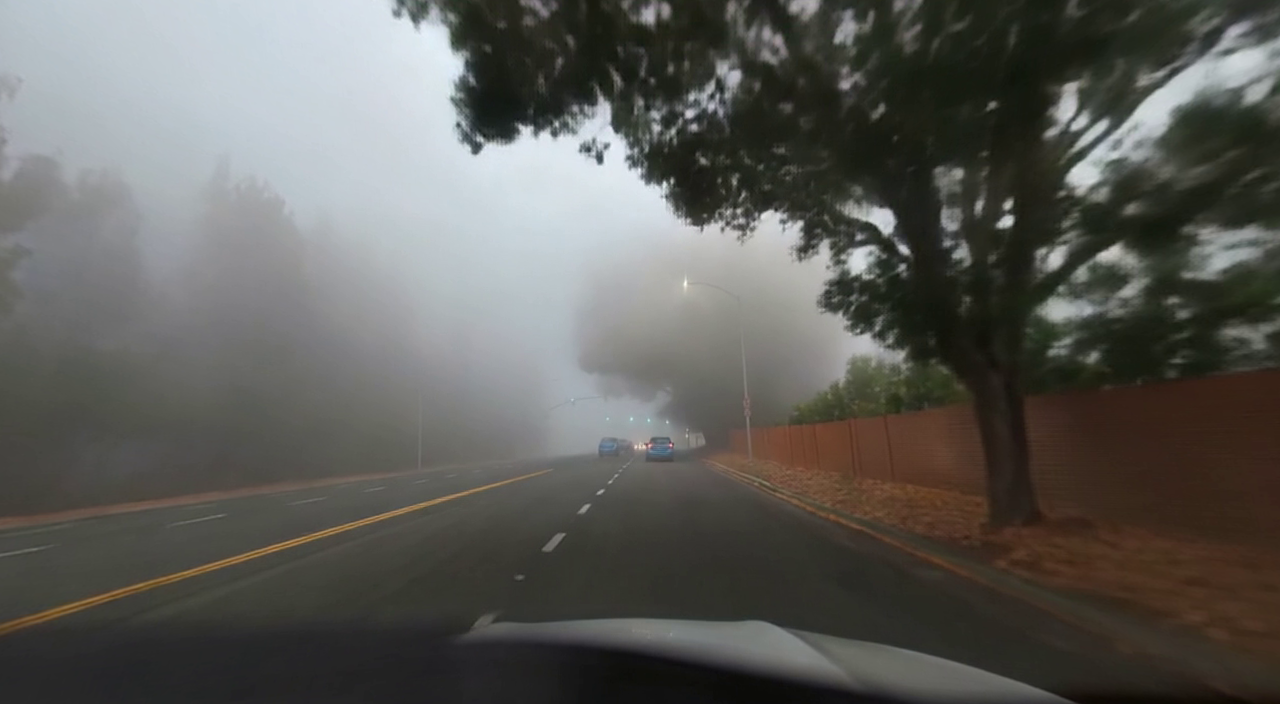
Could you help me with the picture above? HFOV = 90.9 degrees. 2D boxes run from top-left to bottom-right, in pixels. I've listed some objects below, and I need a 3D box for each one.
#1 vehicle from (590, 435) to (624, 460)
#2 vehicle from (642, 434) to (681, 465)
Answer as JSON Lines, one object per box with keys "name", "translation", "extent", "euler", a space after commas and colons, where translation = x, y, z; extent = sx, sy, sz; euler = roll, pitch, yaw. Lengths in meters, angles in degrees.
{"name": "vehicle", "translation": [-2.400, 7.110, 46.940], "extent": [2.190, 1.766, 4.394], "euler": [0, -9, 1]}
{"name": "vehicle", "translation": [1.211, 5.687, 36.853], "extent": [2.127, 1.665, 3.993], "euler": [0, -9, 0]}
